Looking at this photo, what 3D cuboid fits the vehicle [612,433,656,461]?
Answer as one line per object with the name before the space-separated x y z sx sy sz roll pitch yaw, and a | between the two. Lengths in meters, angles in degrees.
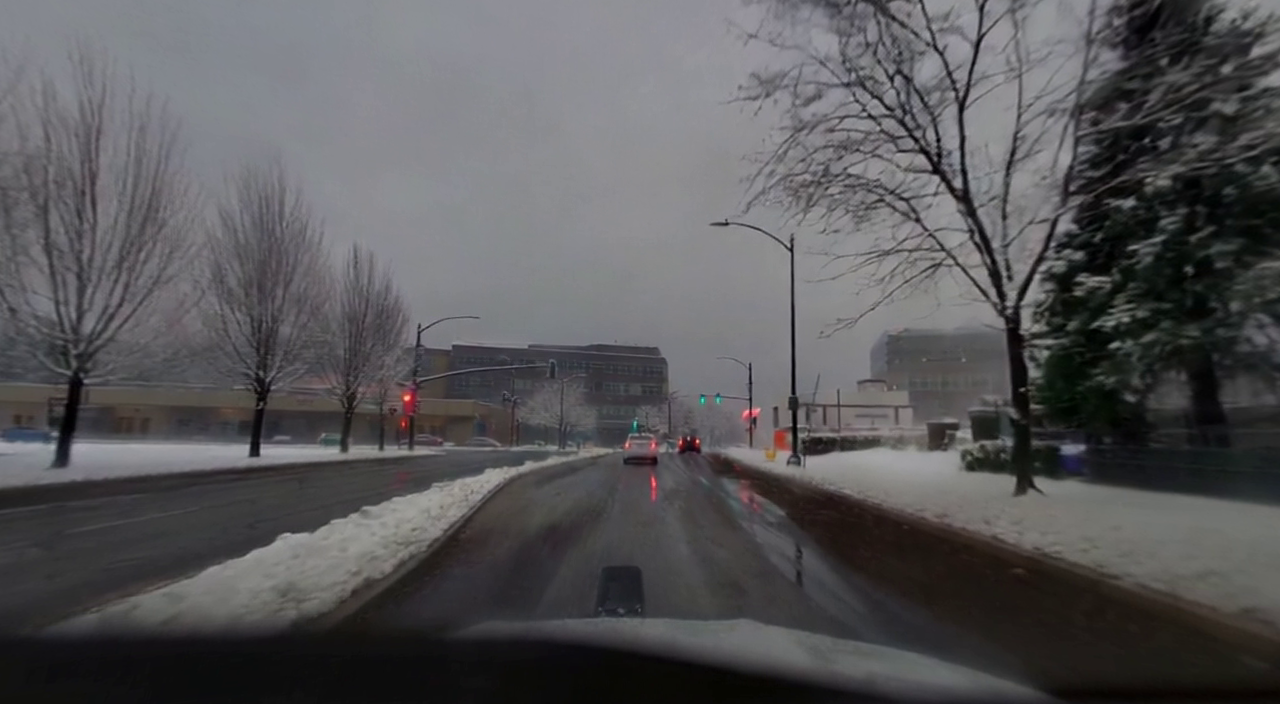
vehicle | -0.255 5.331 35.494 2.173 1.479 4.264 0 -8 3
